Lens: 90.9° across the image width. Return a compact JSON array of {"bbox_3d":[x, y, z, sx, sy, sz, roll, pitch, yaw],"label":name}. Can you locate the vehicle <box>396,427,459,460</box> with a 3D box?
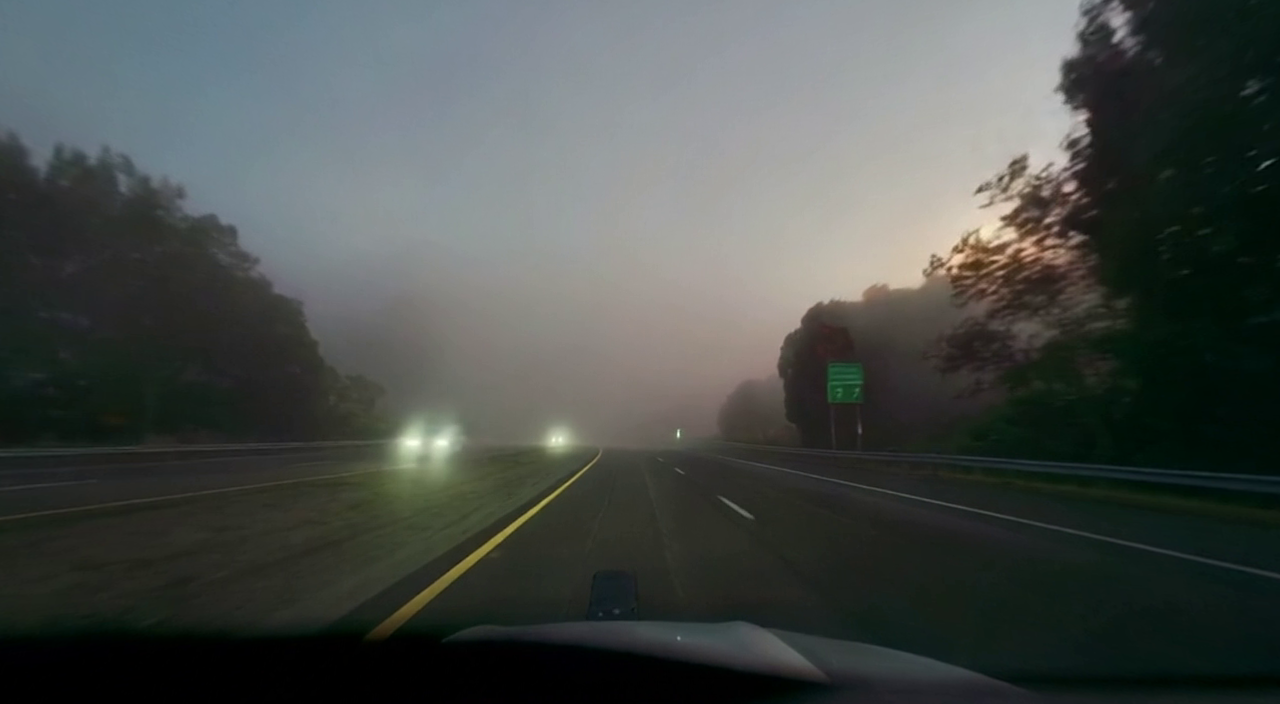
[{"bbox_3d":[-9.965,4.323,29.835,1.771,1.461,3.643,0,-8,-1],"label":"vehicle"}]
